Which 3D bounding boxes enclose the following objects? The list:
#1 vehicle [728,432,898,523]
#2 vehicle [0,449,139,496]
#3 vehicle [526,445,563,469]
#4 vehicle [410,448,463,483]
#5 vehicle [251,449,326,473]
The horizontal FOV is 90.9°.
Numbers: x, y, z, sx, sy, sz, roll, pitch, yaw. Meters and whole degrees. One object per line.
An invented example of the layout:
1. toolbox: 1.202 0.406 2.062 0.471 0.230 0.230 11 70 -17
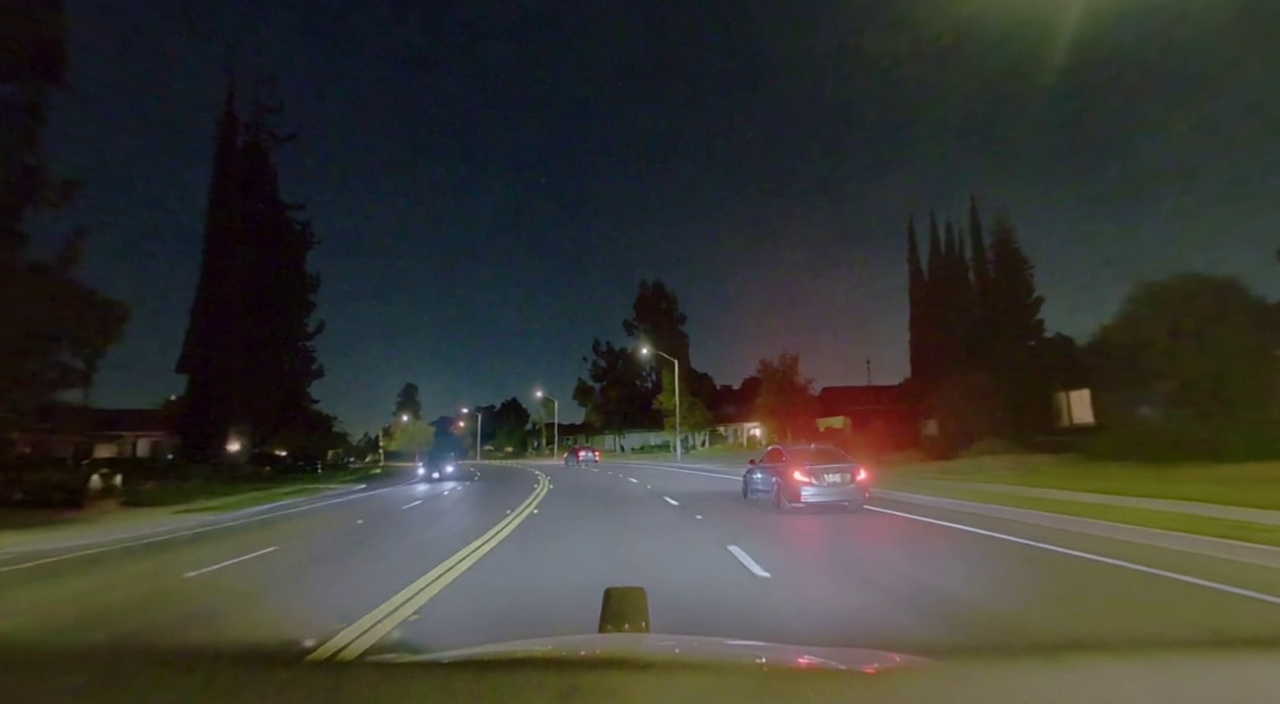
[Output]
1. vehicle: 3.240 2.440 12.837 1.934 1.506 4.282 0 -9 -5
2. vehicle: -20.757 4.226 22.180 4.670 1.533 1.904 -1 -9 3
3. vehicle: -7.104 7.722 46.591 2.106 1.667 4.367 2 -9 -16
4. vehicle: -10.738 5.971 33.582 2.091 1.700 4.438 1 -9 -11
5. vehicle: -26.063 8.029 46.796 4.477 1.631 1.893 8 -12 -43
